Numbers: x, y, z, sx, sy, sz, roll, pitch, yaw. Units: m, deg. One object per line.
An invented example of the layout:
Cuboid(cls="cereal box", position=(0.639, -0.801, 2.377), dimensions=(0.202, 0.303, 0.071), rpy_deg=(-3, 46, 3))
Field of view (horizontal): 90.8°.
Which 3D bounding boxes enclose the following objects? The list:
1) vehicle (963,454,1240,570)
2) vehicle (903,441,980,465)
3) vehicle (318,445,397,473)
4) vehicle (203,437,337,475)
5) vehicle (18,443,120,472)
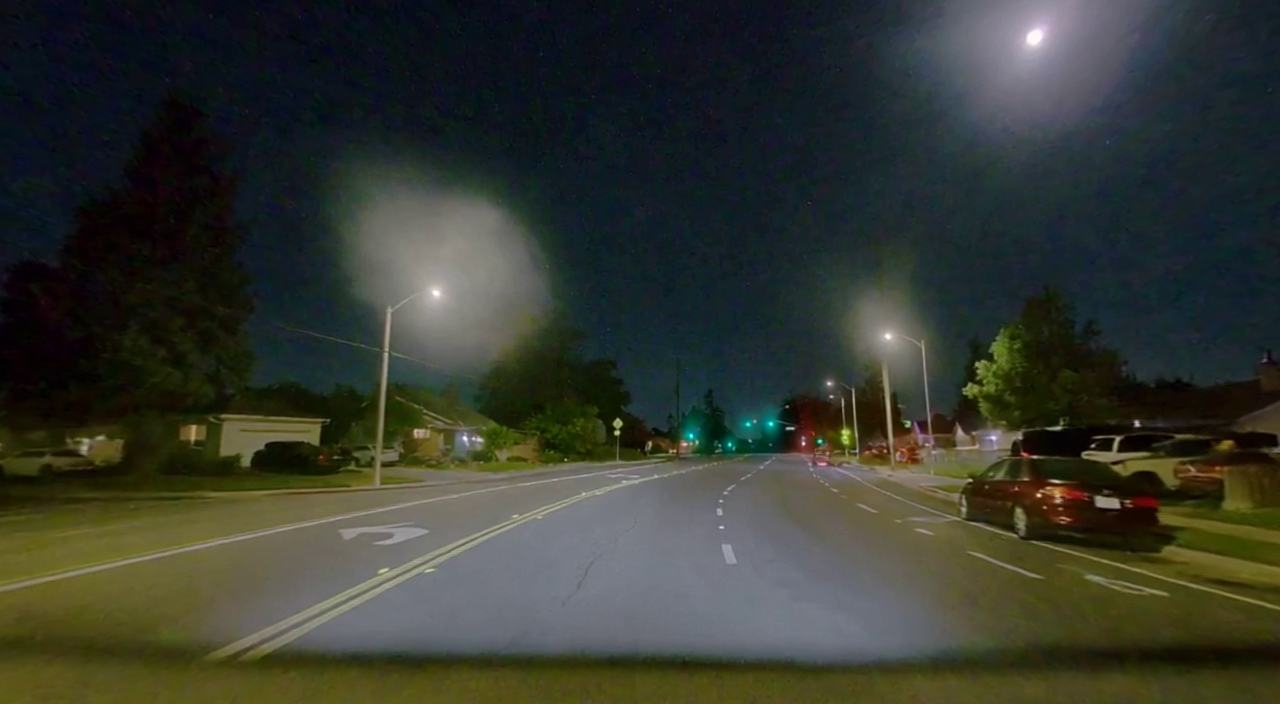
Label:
Cuboid(cls="vehicle", position=(7.985, 2.726, 11.670), dimensions=(1.999, 1.518, 4.609), rpy_deg=(3, -9, 5))
Cuboid(cls="vehicle", position=(23.512, 7.913, 49.428), dimensions=(4.854, 1.803, 2.179), rpy_deg=(-2, -9, 9))
Cuboid(cls="vehicle", position=(-16.020, 6.085, 36.052), dimensions=(1.786, 1.500, 4.021), rpy_deg=(-3, -10, 18))
Cuboid(cls="vehicle", position=(-17.933, 5.109, 30.826), dimensions=(2.076, 1.703, 5.095), rpy_deg=(-9, -14, 44))
Cuboid(cls="vehicle", position=(-31.354, 5.781, 34.806), dimensions=(1.650, 1.513, 3.717), rpy_deg=(-3, -9, 16))
